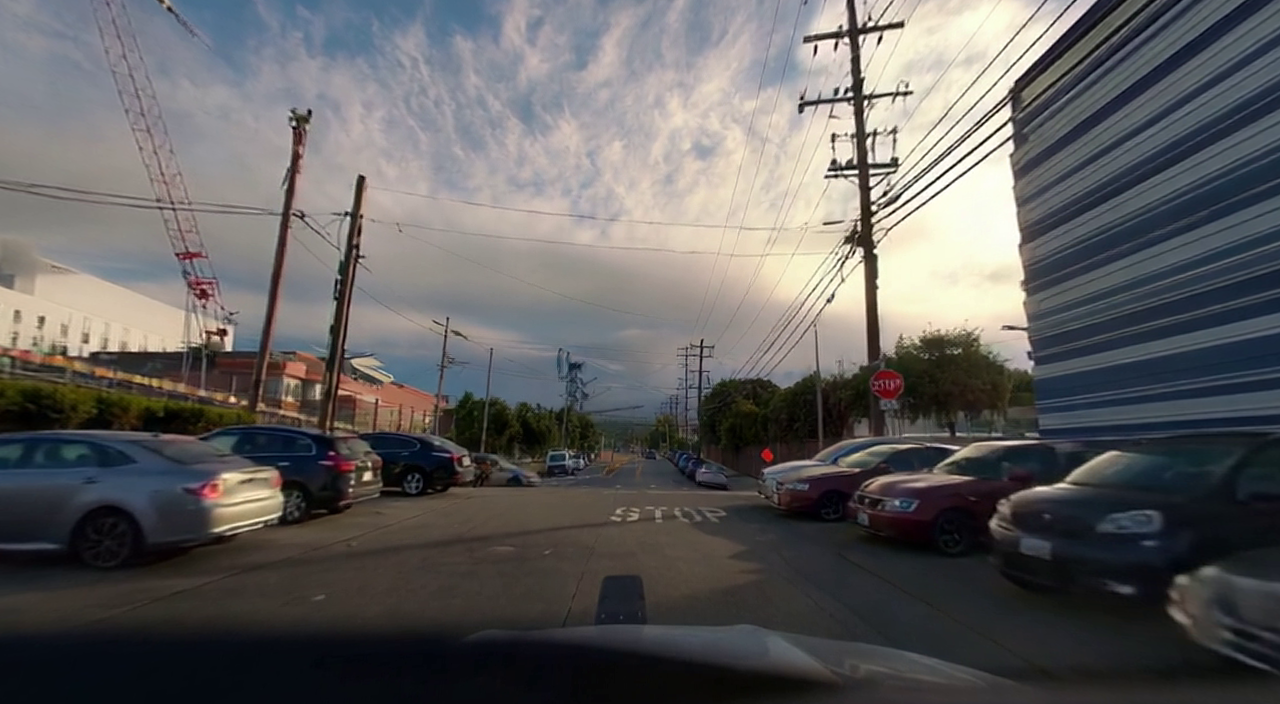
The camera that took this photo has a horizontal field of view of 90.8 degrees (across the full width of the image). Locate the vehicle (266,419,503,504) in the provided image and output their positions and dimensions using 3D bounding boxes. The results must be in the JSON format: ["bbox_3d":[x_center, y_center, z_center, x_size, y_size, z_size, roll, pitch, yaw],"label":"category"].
[{"bbox_3d":[-6.294,2.762,16.071,5.025,1.648,2.055,4,-9,0],"label":"vehicle"}]

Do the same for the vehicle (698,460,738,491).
[{"bbox_3d":[5.081,8.100,41.754,2.007,1.804,4.136,0,-8,-2],"label":"vehicle"}]

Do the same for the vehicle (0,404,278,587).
[{"bbox_3d":[-6.683,1.507,7.033,4.082,1.723,1.896,0,-8,0],"label":"vehicle"}]

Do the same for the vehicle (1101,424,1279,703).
[{"bbox_3d":[4.672,0.999,2.362,4.318,1.459,1.971,0,-8,0],"label":"vehicle"}]
